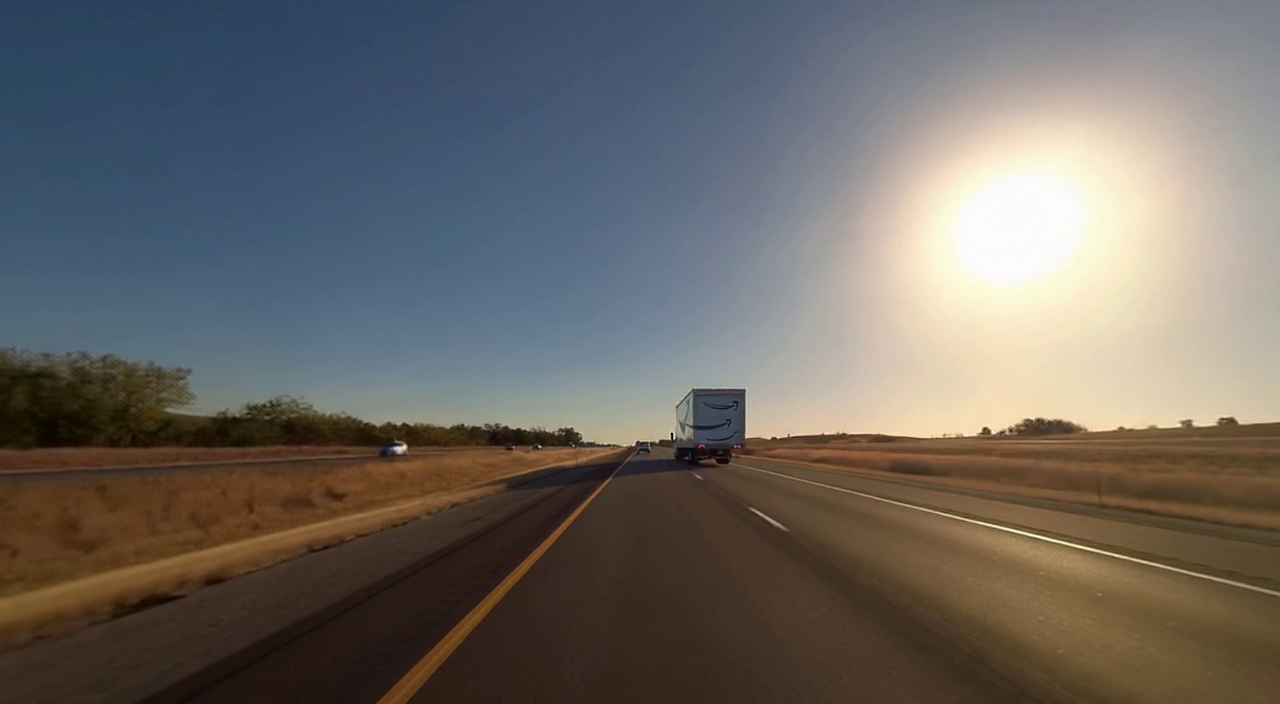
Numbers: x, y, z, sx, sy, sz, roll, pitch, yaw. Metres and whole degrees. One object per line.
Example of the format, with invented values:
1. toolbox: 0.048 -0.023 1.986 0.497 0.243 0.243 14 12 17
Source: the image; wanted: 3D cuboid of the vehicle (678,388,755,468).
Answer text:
1. vehicle: 4.699 5.355 42.709 3.190 4.365 16.625 0 -8 0
